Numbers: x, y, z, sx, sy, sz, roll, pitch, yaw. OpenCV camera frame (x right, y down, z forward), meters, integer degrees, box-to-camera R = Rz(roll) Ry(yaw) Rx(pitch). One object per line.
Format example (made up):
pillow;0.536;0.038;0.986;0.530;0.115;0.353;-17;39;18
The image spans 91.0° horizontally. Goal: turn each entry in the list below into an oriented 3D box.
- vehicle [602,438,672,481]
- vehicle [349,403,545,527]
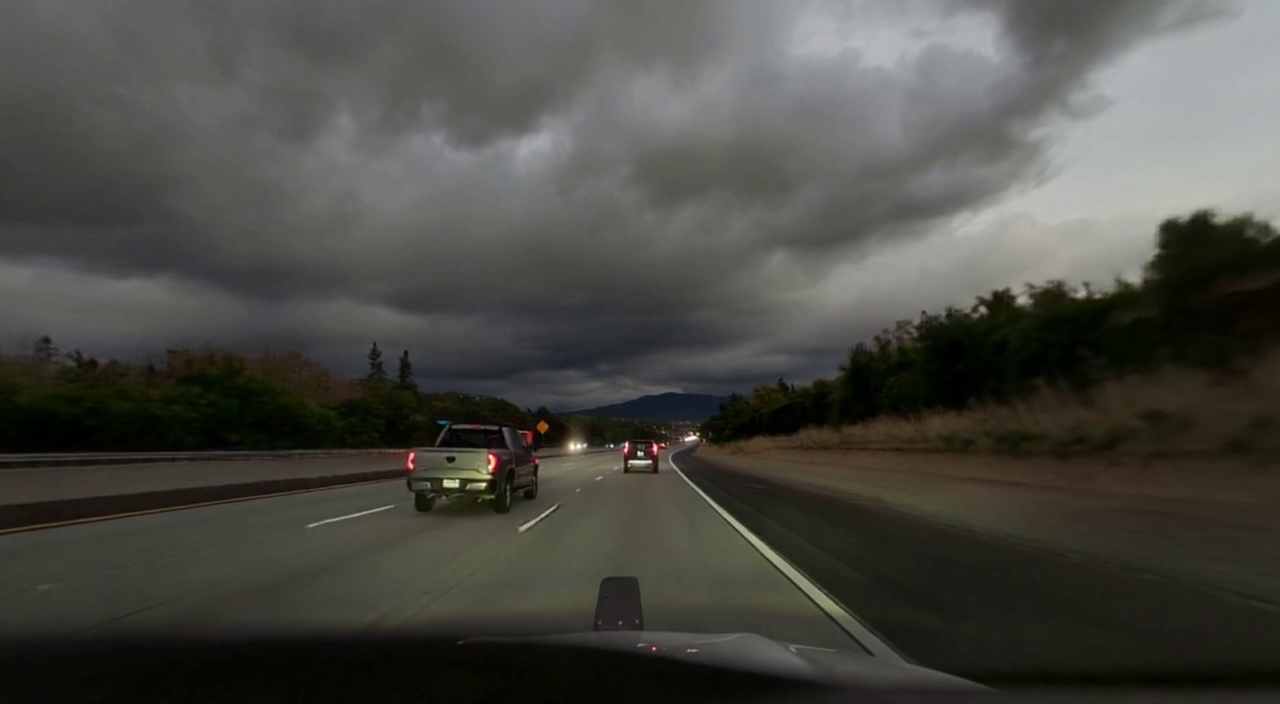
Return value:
vehicle;-0.058;4.591;27.186;2.715;1.669;5.163;0;-9;1
vehicle;-3.455;2.172;12.565;2.250;1.947;4.860;0;-9;1
